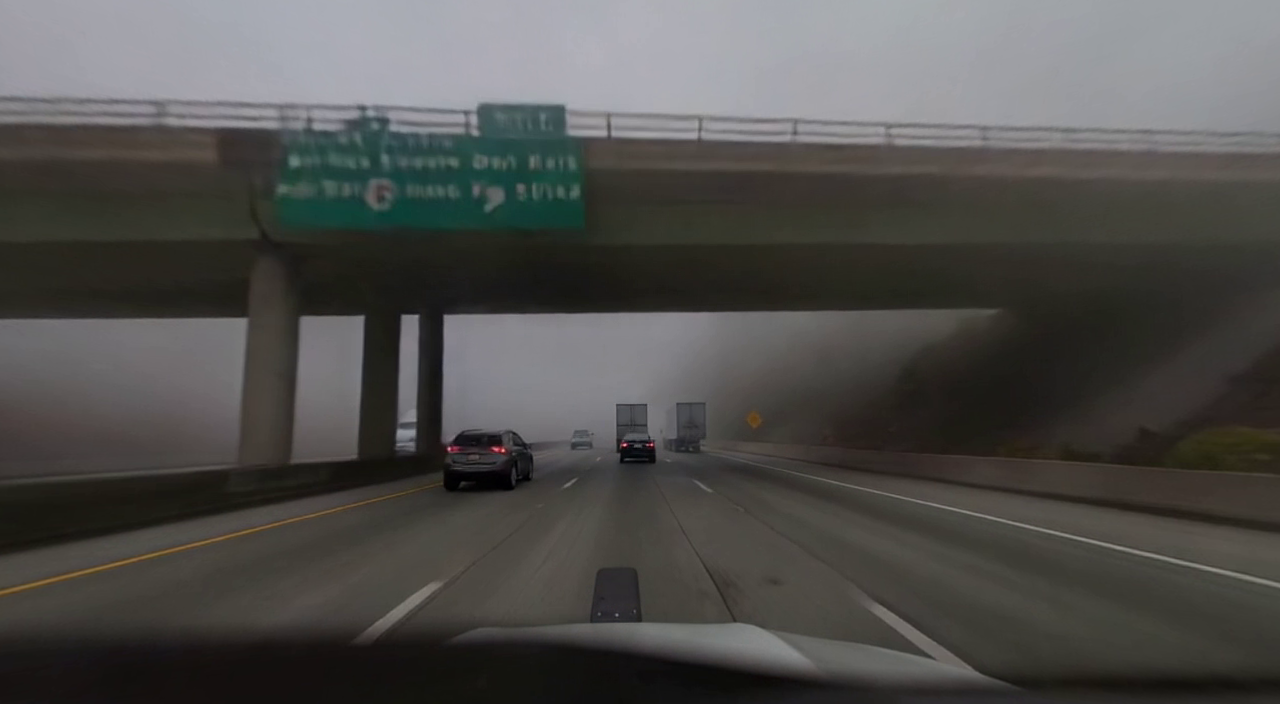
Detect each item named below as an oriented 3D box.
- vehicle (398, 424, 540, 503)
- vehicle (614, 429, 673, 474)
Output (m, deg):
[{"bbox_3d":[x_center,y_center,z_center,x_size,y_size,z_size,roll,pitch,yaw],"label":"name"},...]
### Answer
[{"bbox_3d":[-3.715,2.500,14.700,1.979,1.527,4.754,0,-8,0],"label":"vehicle"},{"bbox_3d":[0.071,3.711,23.710,2.059,1.522,3.693,0,-8,-2],"label":"vehicle"}]
